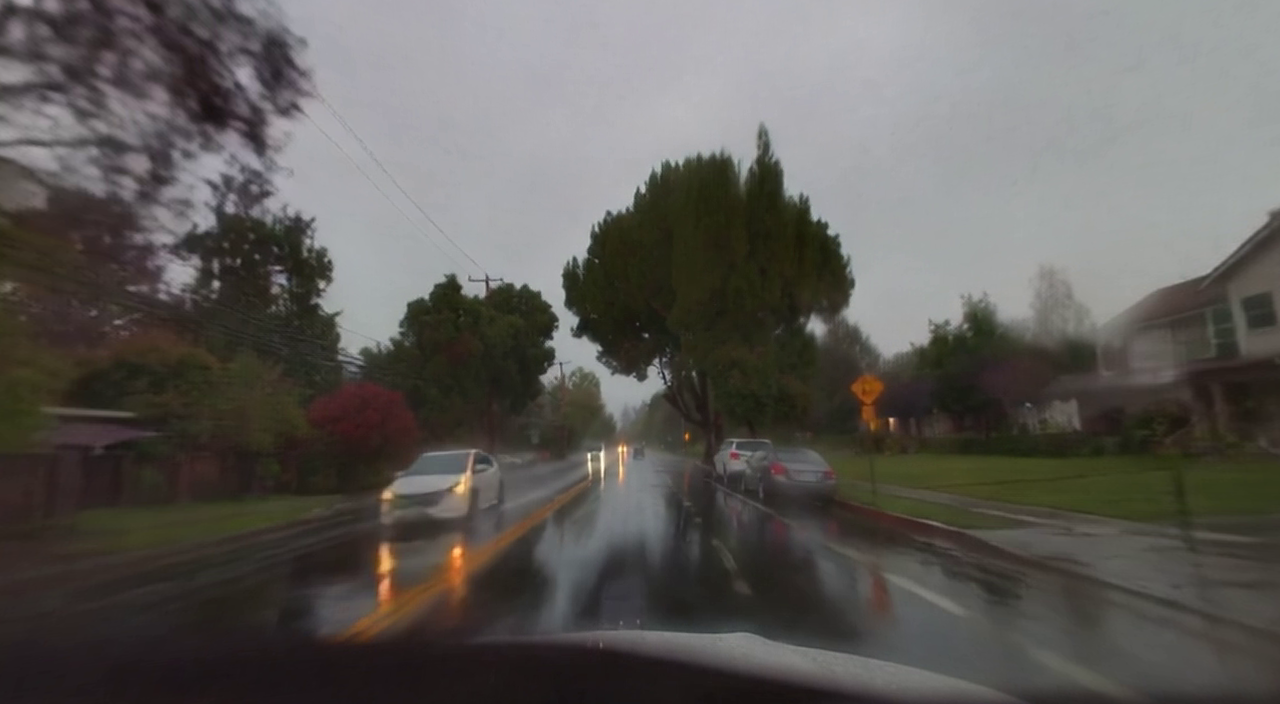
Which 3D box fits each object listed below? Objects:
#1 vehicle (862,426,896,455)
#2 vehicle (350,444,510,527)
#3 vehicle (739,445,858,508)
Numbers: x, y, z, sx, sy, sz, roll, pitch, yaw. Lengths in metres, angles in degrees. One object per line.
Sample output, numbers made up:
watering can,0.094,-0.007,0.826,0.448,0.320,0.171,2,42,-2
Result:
vehicle,17.193,6.402,45.717,2.068,1.963,5.037,-3,-9,19
vehicle,-4.373,2.822,14.014,1.960,1.521,4.397,0,-9,1
vehicle,3.961,3.174,16.682,1.874,1.415,4.683,0,-9,0
